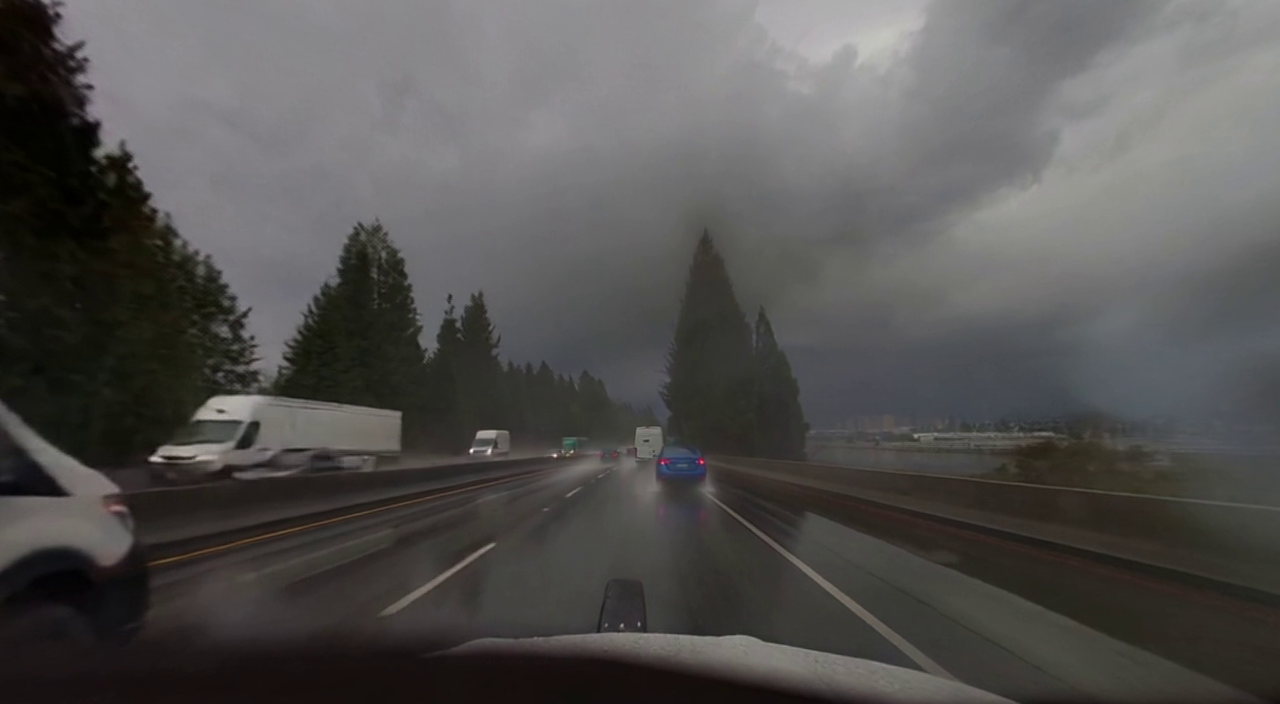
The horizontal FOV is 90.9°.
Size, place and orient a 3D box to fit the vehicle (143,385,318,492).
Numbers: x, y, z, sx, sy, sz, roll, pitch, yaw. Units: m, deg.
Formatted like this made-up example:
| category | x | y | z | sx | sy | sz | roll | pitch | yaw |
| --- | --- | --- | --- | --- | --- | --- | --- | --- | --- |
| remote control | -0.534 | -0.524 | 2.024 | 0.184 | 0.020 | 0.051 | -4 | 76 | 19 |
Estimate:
| category | x | y | z | sx | sy | sz | roll | pitch | yaw |
| --- | --- | --- | --- | --- | --- | --- | --- | --- | --- |
| vehicle | -16.714 | 3.644 | 26.405 | 2.956 | 3.936 | 6.173 | 0 | -9 | 1 |

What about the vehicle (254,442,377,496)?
| category | x | y | z | sx | sy | sz | roll | pitch | yaw |
| --- | --- | --- | --- | --- | --- | --- | --- | --- | --- |
| vehicle | -12.225 | 4.410 | 24.200 | 2.042 | 1.813 | 4.926 | 0 | -9 | 1 |

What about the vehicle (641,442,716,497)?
| category | x | y | z | sx | sy | sz | roll | pitch | yaw |
| --- | --- | --- | --- | --- | --- | --- | --- | --- | --- |
| vehicle | 1.058 | 3.497 | 19.057 | 2.012 | 1.485 | 3.649 | 0 | -9 | 0 |
